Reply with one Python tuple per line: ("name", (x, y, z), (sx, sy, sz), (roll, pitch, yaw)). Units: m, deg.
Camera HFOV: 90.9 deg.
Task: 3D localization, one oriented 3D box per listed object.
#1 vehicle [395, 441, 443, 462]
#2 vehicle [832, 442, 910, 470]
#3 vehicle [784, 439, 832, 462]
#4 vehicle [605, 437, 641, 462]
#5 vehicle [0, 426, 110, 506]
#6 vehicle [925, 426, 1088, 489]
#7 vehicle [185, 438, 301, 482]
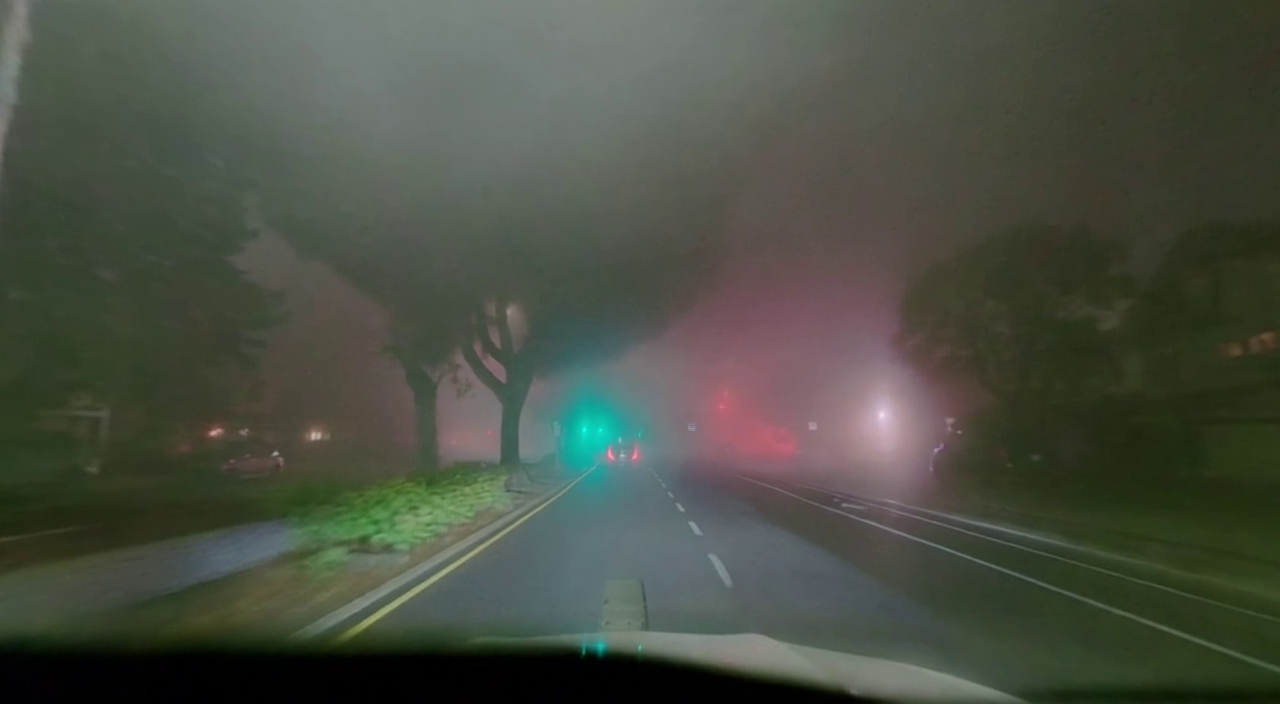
("vehicle", (-15.919, 7.179, 45.626), (2.070, 1.469, 4.524), (1, -8, -3))
("vehicle", (11.389, 5.152, 31.497), (2.015, 1.231, 4.748), (0, -8, -2))
("vehicle", (11.190, 6.610, 42.298), (1.839, 1.445, 4.484), (0, -8, -2))
("vehicle", (-1.095, 6.067, 39.251), (2.113, 1.462, 4.203), (0, -8, -3))
("vehicle", (-15.074, 2.572, 14.285), (2.042, 1.748, 4.584), (0, -8, 0))
("vehicle", (11.526, 3.355, 20.413), (2.147, 1.767, 5.125), (0, -8, 0))
("vehicle", (-15.205, 4.144, 24.419), (1.884, 1.540, 3.927), (0, -8, 1))
